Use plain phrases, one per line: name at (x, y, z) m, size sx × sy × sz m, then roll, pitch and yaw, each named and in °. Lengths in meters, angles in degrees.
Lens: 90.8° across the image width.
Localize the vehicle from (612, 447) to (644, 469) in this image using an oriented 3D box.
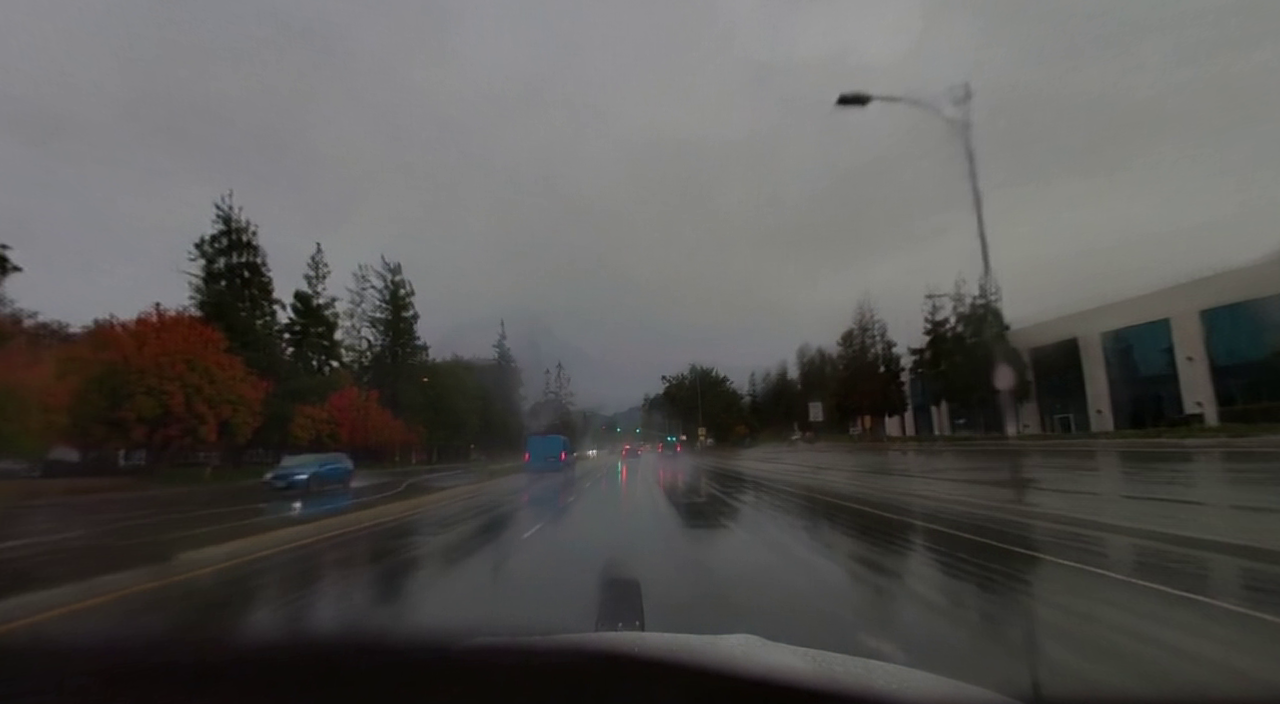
vehicle at (-0.829, 7.224, 43.168) m, size 2.039 × 1.455 × 3.826 m, roll 0°, pitch -9°, yaw -2°

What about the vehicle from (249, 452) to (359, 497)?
vehicle at (-12.647, 4.597, 24.219) m, size 2.060 × 1.506 × 4.827 m, roll 1°, pitch -9°, yaw -7°

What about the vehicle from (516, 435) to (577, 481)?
vehicle at (-4.072, 4.709, 28.320) m, size 2.075 × 1.863 × 4.744 m, roll 0°, pitch -9°, yaw 0°
